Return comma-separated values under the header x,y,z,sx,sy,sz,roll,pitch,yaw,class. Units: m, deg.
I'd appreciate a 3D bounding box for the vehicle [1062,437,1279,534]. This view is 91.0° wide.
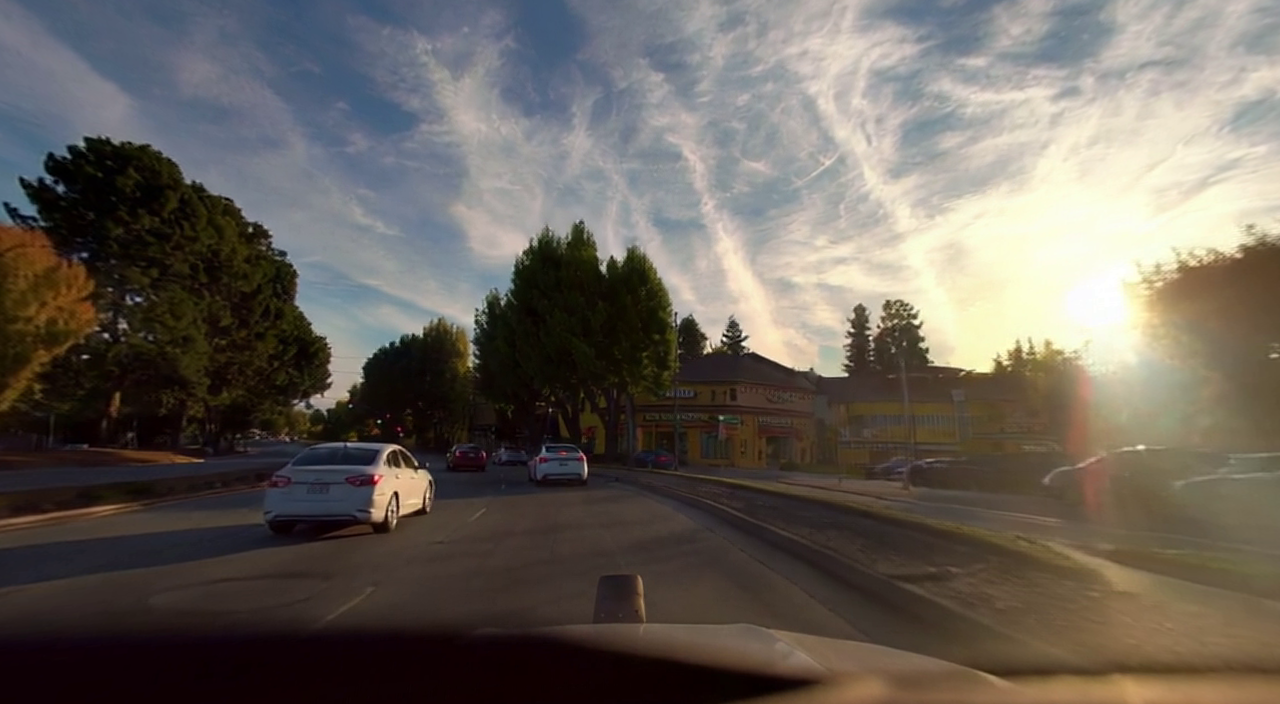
x,y,z,sx,sy,sz,roll,pitch,yaw,class
10.813,2.444,12.262,1.919,1.489,4.889,0,-8,2,vehicle

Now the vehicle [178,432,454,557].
x,y,z,sx,sy,sz,roll,pitch,yaw,class
-4.620,2.080,10.064,2.105,1.477,4.857,1,-8,-4,vehicle

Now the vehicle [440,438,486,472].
x,y,z,sx,sy,sz,roll,pitch,yaw,class
-8.928,5.166,31.822,2.042,1.593,3.956,2,-9,-16,vehicle

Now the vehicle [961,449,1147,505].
x,y,z,sx,sy,sz,roll,pitch,yaw,class
13.106,3.955,20.144,4.442,1.646,2.106,0,-8,-1,vehicle

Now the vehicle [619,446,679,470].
x,y,z,sx,sy,sz,roll,pitch,yaw,class
0.654,8.154,48.758,2.095,1.697,4.801,6,-11,-37,vehicle

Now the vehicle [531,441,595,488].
x,y,z,sx,sy,sz,roll,pitch,yaw,class
-2.868,3.961,22.555,2.001,1.483,4.442,2,-9,-10,vehicle

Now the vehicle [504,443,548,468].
x,y,z,sx,sy,sz,roll,pitch,yaw,class
-7.053,6.352,38.701,1.920,1.416,4.310,3,-9,-20,vehicle
